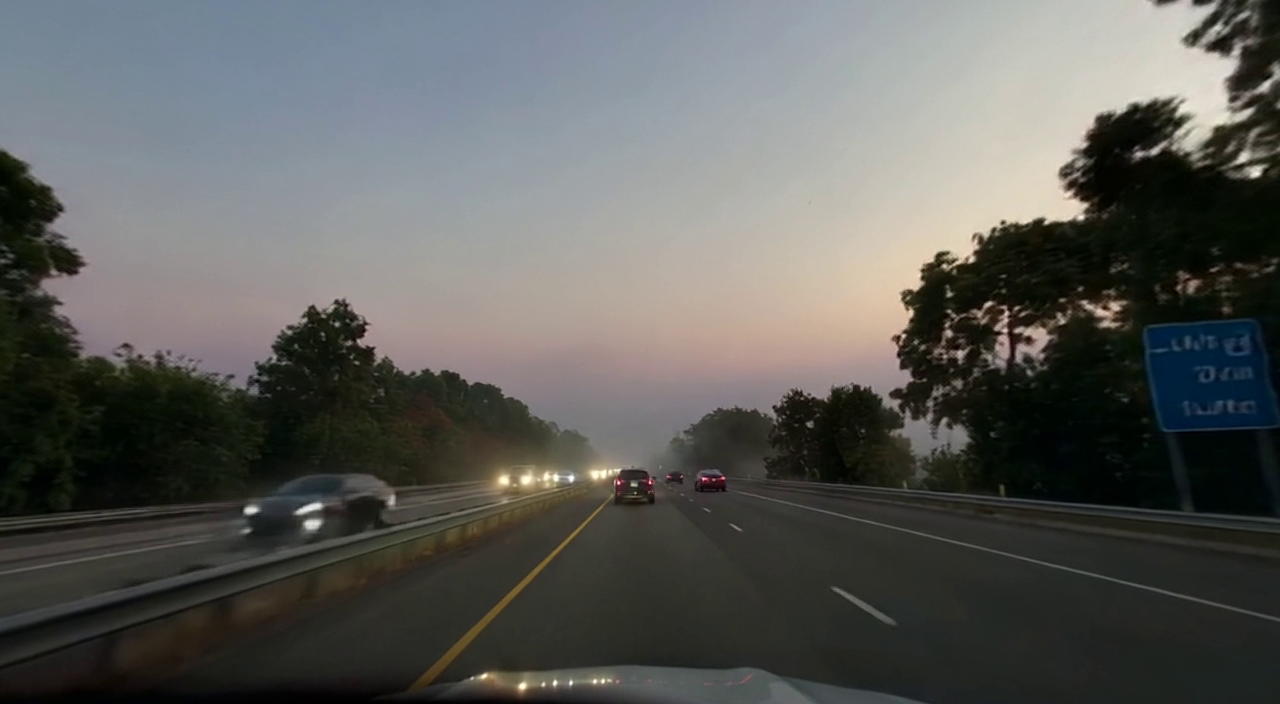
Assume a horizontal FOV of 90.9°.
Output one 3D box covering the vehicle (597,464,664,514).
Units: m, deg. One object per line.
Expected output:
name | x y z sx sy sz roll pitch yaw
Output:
vehicle | -0.309 4.534 21.117 2.060 1.473 3.726 1 -10 -1

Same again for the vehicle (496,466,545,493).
vehicle | -7.594 8.143 40.455 2.156 1.596 4.559 0 -10 1

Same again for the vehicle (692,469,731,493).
vehicle | 4.555 8.302 40.729 1.974 1.476 4.119 1 -10 -1

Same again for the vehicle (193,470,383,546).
vehicle | -7.778 3.463 14.508 1.926 1.442 4.175 1 -10 0
